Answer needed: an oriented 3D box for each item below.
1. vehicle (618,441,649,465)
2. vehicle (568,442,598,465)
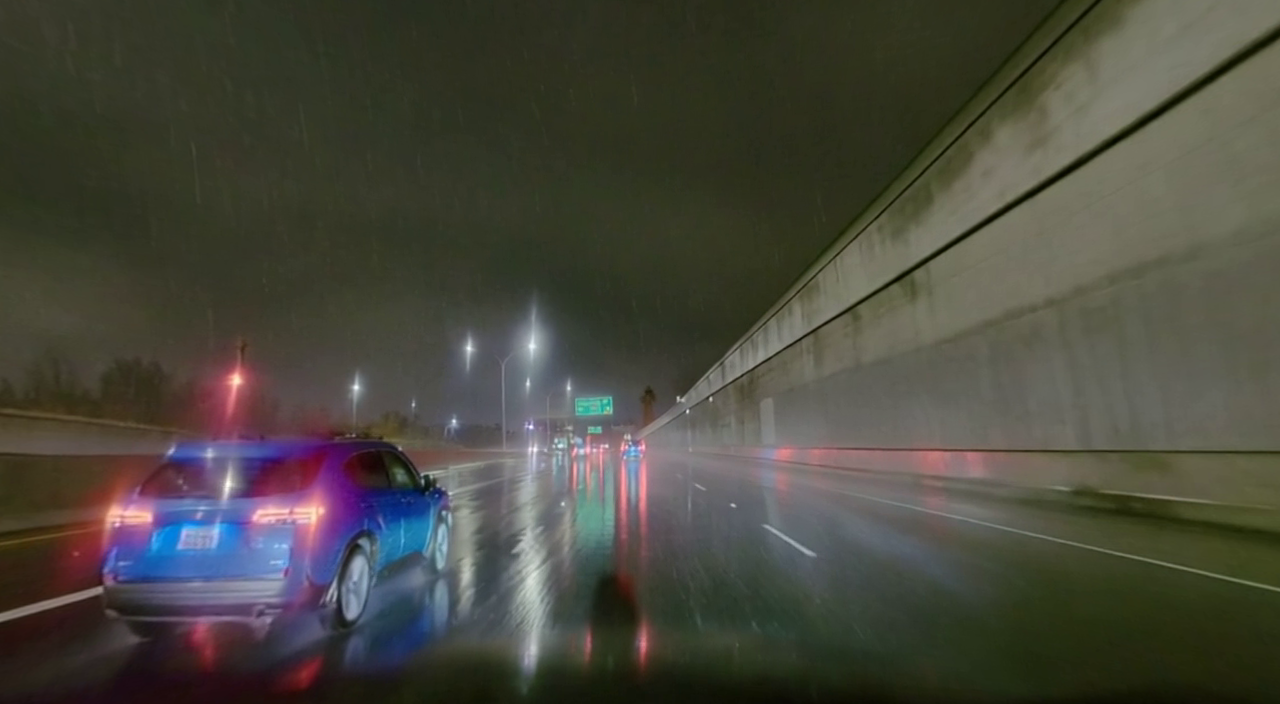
[{"bbox_3d":[-0.500,7.264,45.689,2.132,1.657,3.967,0,-8,-1],"label":"vehicle"},{"bbox_3d":[-4.327,7.753,48.486,2.000,1.646,4.201,0,-8,0],"label":"vehicle"}]
